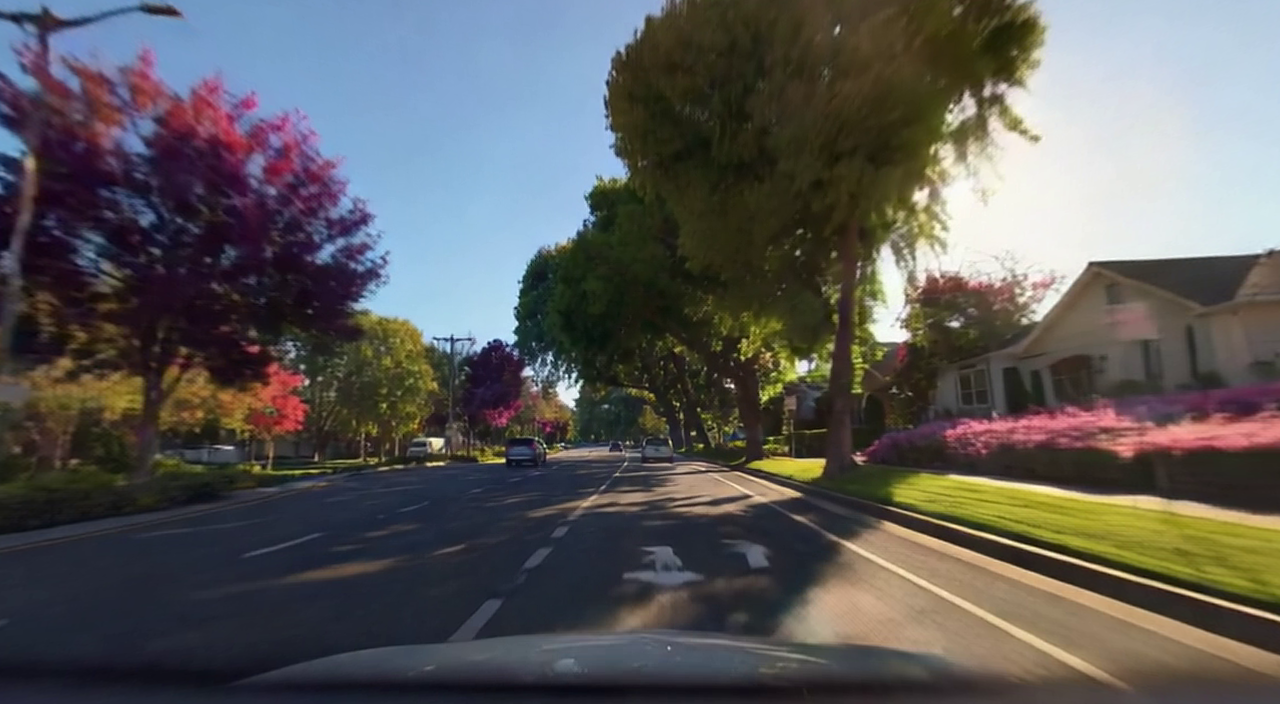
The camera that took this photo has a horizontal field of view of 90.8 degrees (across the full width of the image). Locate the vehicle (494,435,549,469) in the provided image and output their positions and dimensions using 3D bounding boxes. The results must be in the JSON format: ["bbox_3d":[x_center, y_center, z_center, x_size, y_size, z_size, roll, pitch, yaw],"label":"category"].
[{"bbox_3d":[-6.222,5.284,33.714,1.993,1.657,4.487,-1,-8,2],"label":"vehicle"}]

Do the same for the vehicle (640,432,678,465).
[{"bbox_3d":[1.066,5.633,37.058,2.070,1.764,4.552,0,-8,1],"label":"vehicle"}]
